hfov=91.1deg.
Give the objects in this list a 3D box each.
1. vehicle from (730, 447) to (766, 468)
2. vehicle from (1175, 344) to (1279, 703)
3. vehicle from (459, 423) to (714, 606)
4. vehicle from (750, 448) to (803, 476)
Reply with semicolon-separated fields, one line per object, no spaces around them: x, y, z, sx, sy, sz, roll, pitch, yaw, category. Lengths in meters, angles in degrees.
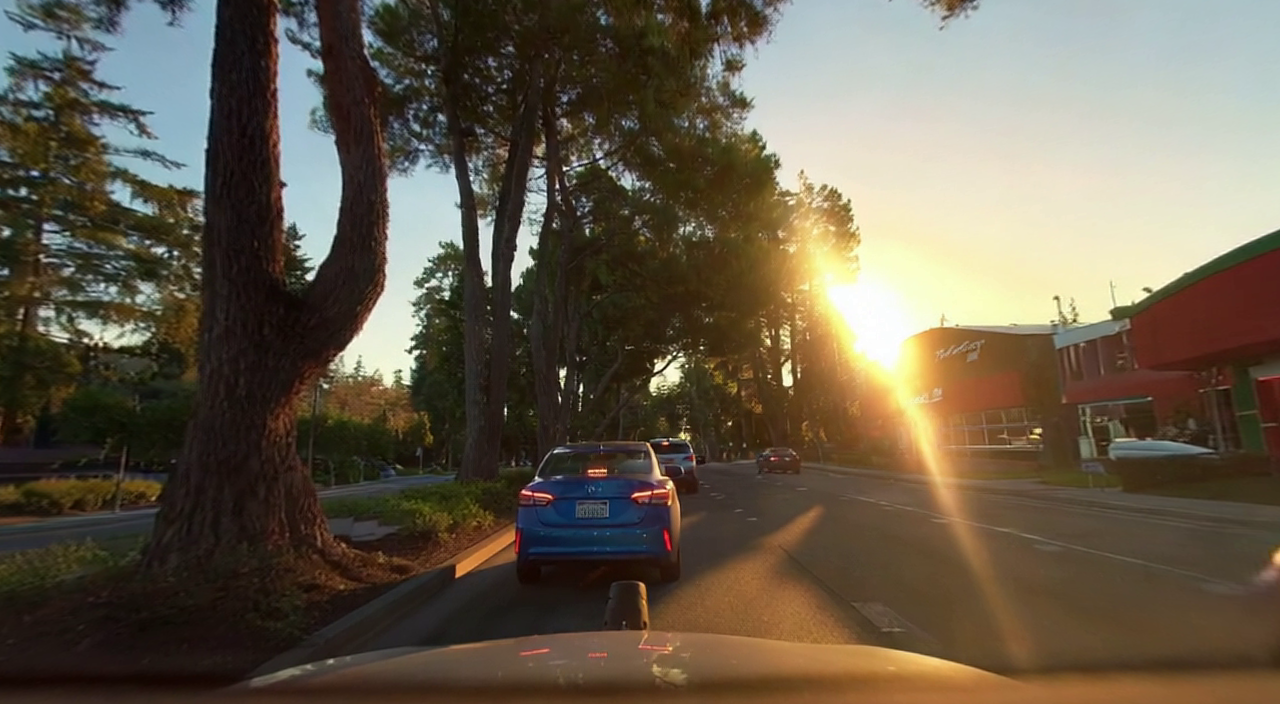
8.088;7.926;47.449;1.887;1.516;4.419;0;-9;0;vehicle
3.414;0.542;0.686;1.946;1.648;4.230;0;-8;1;vehicle
-0.460;1.651;7.296;2.111;1.506;4.018;0;-8;0;vehicle
7.165;5.791;33.280;1.909;1.380;3.905;0;-8;0;vehicle
